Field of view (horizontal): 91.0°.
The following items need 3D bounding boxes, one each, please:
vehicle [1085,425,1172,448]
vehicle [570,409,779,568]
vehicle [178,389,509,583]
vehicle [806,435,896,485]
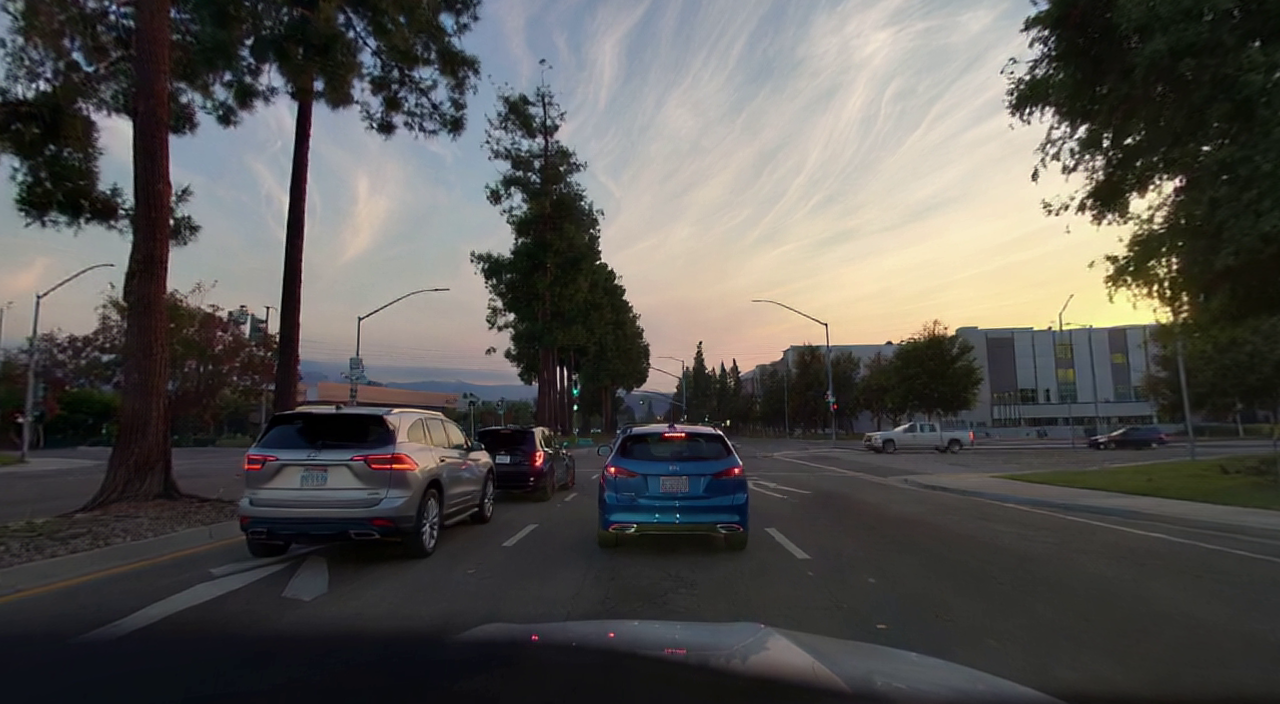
[{"bbox_3d":[34.963,6.103,45.234,4.632,1.580,1.801,-5,-10,31],"label":"vehicle"},{"bbox_3d":[0.387,1.747,8.769,2.189,1.649,4.171,0,-8,1],"label":"vehicle"},{"bbox_3d":[-3.247,1.578,8.169,2.085,1.812,4.388,0,-8,1],"label":"vehicle"},{"bbox_3d":[7.410,3.813,22.599,2.067,1.599,4.251,-1,-8,5],"label":"vehicle"}]
